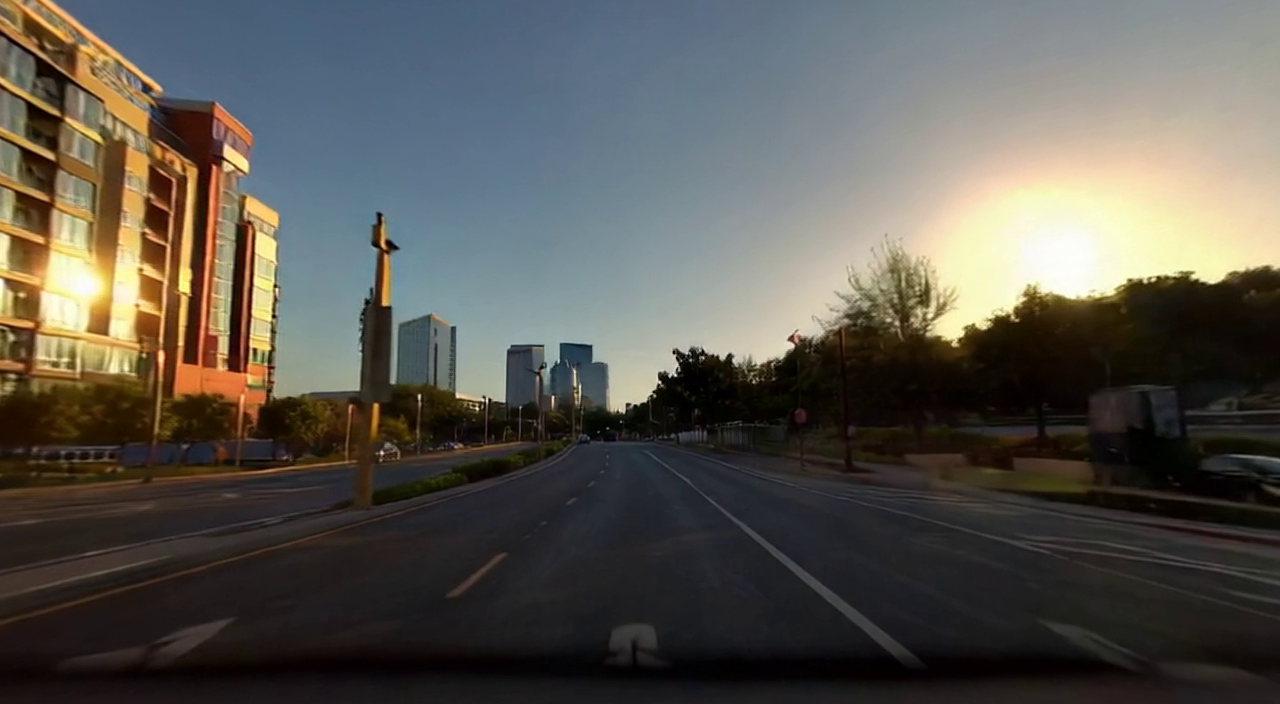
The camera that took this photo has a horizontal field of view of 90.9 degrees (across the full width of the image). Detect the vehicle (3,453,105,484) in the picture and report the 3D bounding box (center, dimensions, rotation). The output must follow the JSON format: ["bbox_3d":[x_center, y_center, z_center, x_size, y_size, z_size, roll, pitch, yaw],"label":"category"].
[{"bbox_3d":[-28.794,5.738,31.112,1.518,1.364,3.470,1,-10,2],"label":"vehicle"}]
